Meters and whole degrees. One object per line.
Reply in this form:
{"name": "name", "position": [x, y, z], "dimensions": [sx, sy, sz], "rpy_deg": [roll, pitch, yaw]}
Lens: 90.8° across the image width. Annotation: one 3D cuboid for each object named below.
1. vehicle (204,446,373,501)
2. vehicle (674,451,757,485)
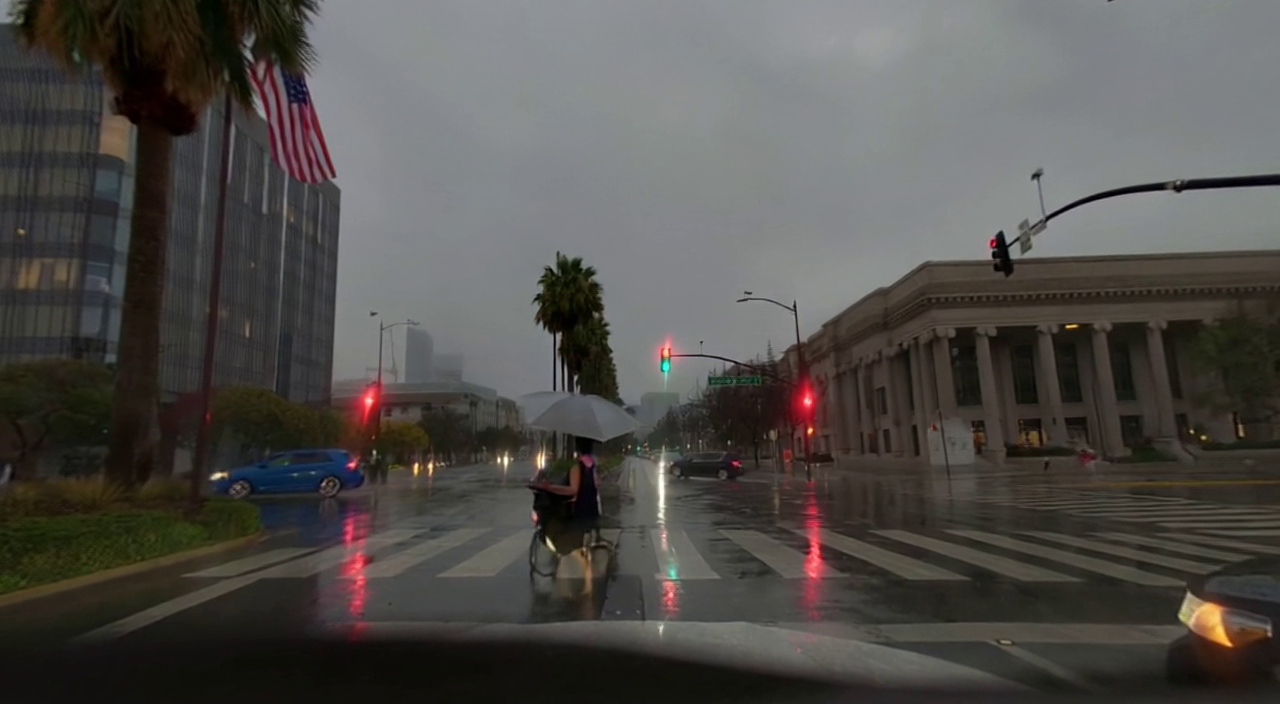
{"name": "vehicle", "position": [-11.308, 3.915, 20.740], "dimensions": [4.499, 1.594, 1.898], "rpy_deg": [3, -9, -20]}
{"name": "vehicle", "position": [3.653, 5.676, 31.281], "dimensions": [2.000, 1.525, 4.273], "rpy_deg": [4, -10, -27]}
